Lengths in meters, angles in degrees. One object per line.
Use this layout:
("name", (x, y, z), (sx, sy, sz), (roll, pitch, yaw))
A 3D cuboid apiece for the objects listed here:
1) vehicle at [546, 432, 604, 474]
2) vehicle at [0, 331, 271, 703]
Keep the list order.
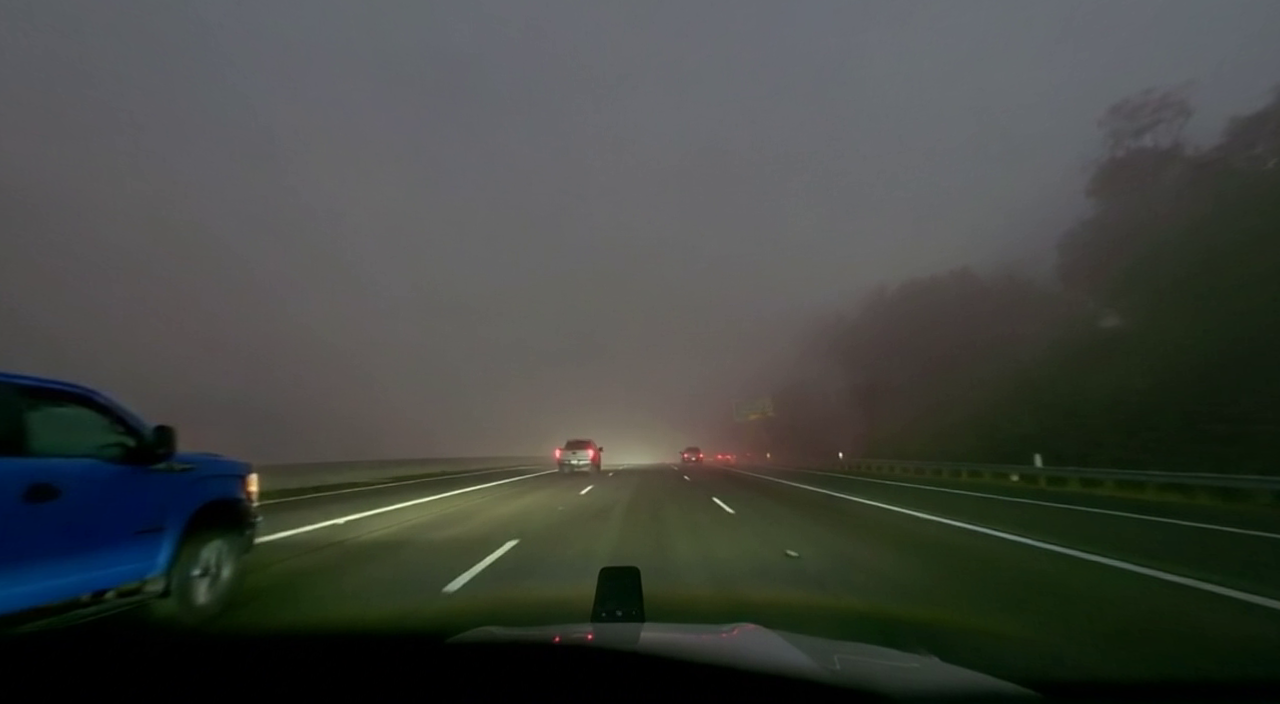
("vehicle", (-3.664, 5.879, 36.747), (2.496, 2.203, 6.317), (0, -9, 2))
("vehicle", (-4.266, 0.723, 2.379), (2.285, 1.853, 5.564), (0, -9, 1))
